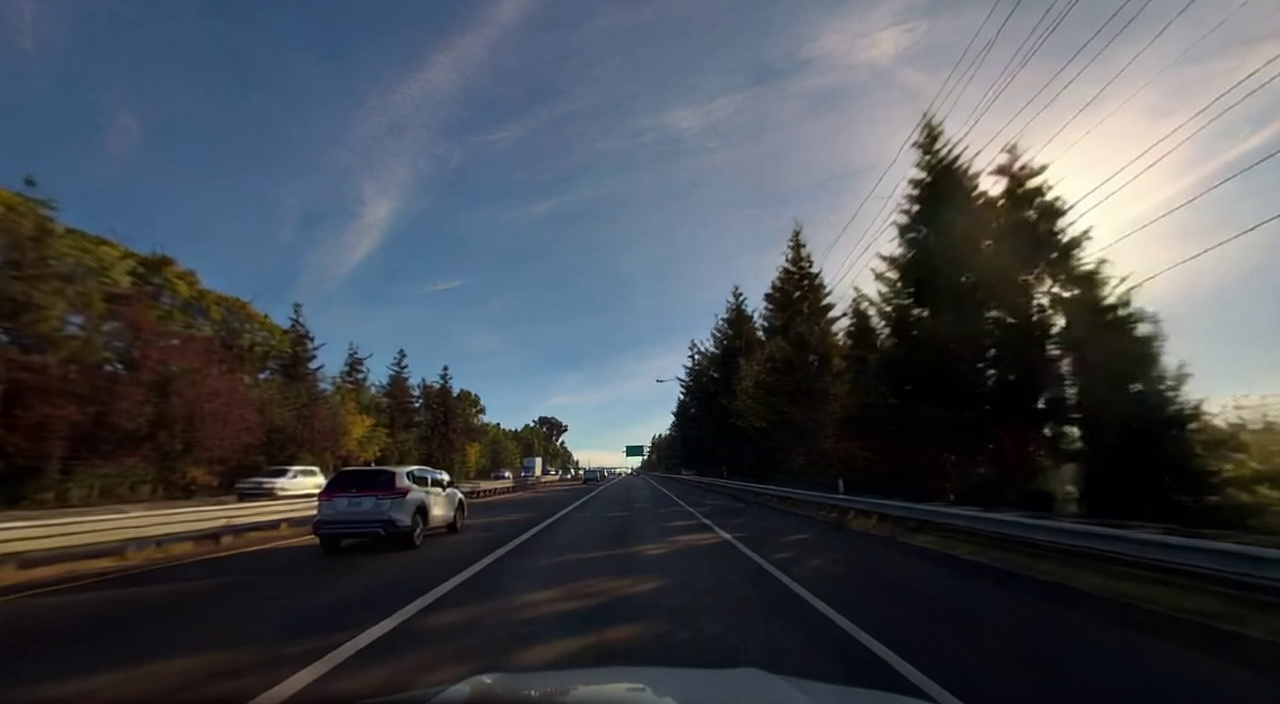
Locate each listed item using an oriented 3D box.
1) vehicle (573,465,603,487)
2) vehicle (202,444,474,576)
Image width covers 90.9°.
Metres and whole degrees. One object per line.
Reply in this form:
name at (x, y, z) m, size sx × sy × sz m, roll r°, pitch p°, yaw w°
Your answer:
vehicle at (-3.697, 8.944, 45.576) m, size 1.884 × 1.486 × 3.934 m, roll 1°, pitch -11°, yaw -1°
vehicle at (-4.110, 2.250, 9.569) m, size 1.963 × 1.501 × 4.227 m, roll 1°, pitch -10°, yaw 1°
